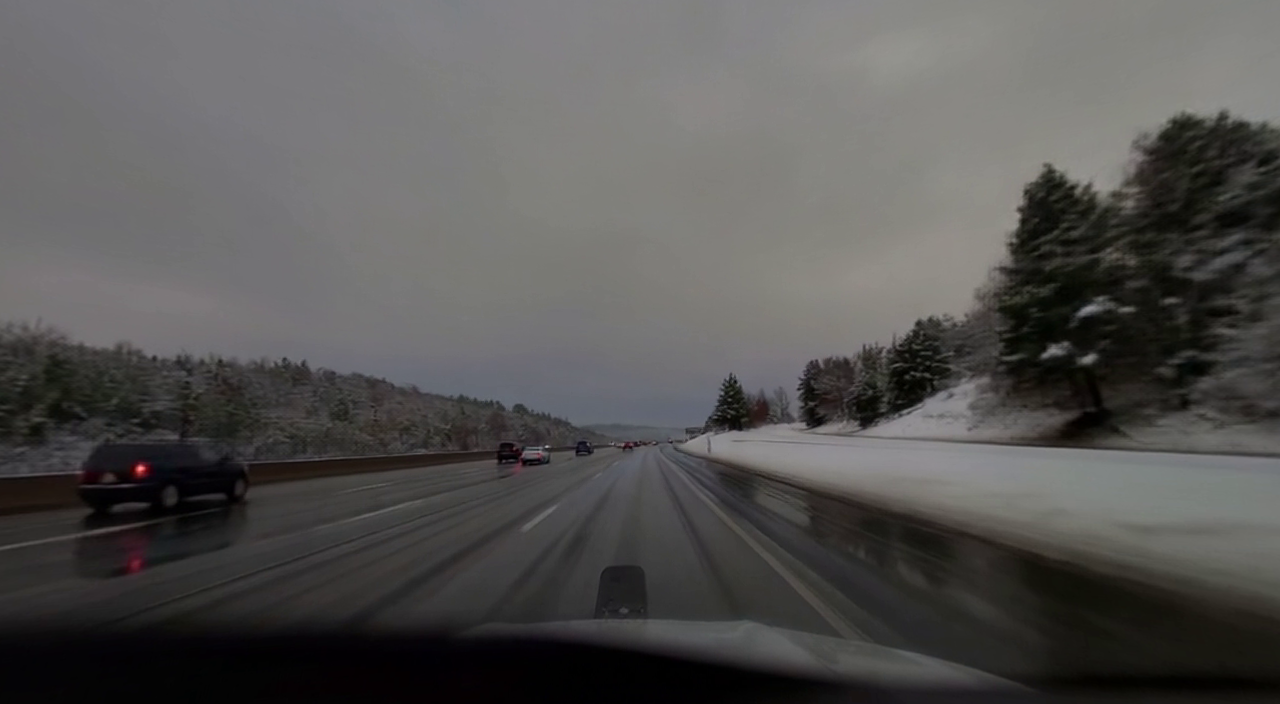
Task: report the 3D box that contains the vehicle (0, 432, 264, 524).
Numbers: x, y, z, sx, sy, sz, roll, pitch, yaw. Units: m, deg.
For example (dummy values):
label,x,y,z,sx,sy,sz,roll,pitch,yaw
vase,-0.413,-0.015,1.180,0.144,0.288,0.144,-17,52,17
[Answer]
label,x,y,z,sx,sy,sz,roll,pitch,yaw
vehicle,-10.798,2.675,13.962,2.122,1.695,4.437,0,-9,1

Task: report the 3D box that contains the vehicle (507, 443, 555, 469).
label,x,y,z,sx,sy,sz,roll,pitch,yaw
vehicle,-6.747,6.458,39.417,2.107,1.484,4.449,0,-9,2
